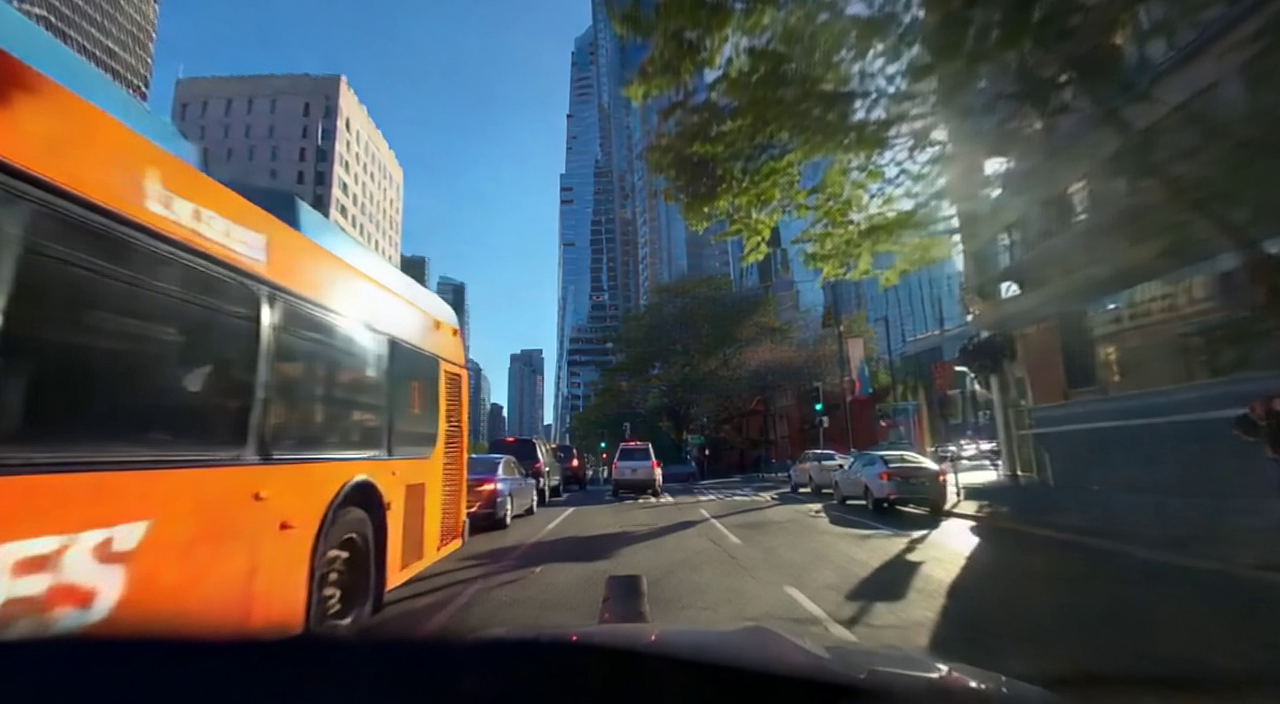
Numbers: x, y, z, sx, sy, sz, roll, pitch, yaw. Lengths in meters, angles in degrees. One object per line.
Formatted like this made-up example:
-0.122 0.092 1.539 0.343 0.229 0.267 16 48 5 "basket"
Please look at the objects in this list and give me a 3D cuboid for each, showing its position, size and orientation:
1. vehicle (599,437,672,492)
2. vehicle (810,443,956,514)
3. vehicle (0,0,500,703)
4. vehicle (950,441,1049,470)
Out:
-0.098 3.983 22.724 2.328 1.746 5.072 0 -9 1 "vehicle"
5.938 3.106 16.105 1.919 1.529 4.558 0 -9 0 "vehicle"
-3.073 -0.203 0.296 2.922 3.323 13.151 0 -9 0 "vehicle"
20.679 5.941 36.368 4.598 1.519 1.994 0 -8 -9 "vehicle"
